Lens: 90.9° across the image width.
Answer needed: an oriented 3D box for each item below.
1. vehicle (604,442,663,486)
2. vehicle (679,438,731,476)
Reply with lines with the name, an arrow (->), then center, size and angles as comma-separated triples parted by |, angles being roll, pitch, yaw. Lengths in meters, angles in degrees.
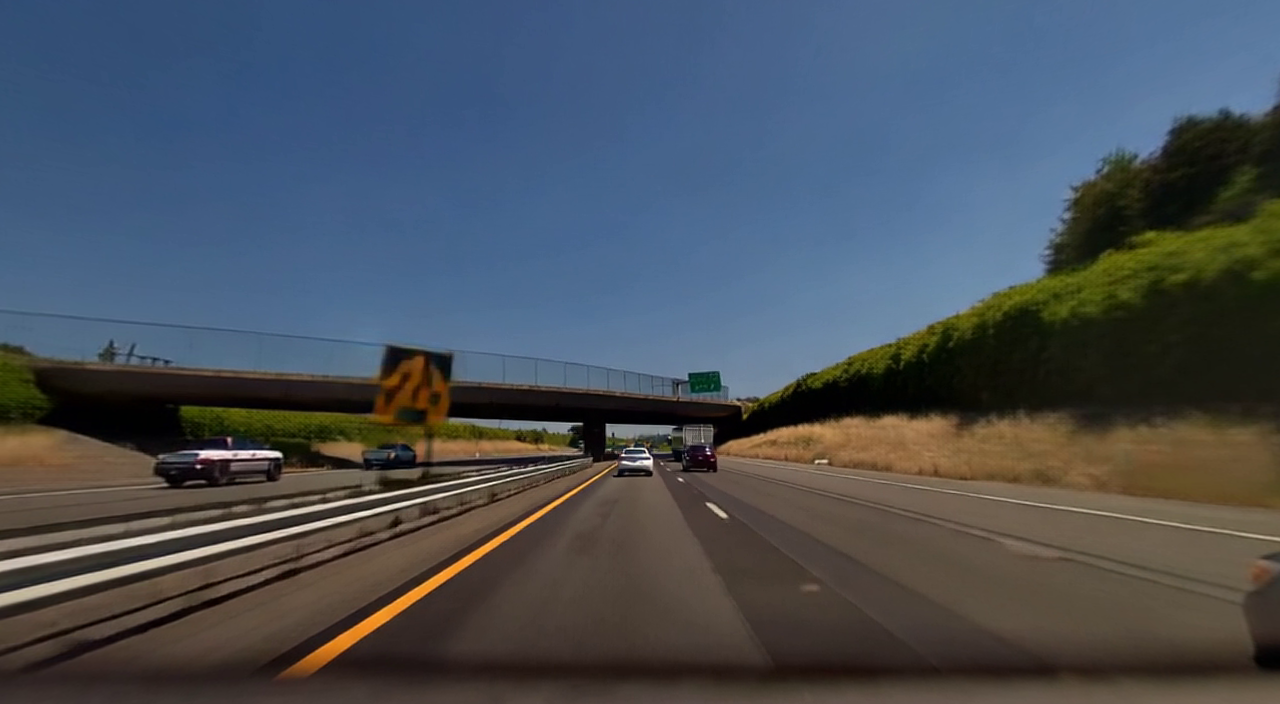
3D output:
vehicle -> -0.224, 4.028, 22.855 | 1.970, 1.441, 3.846 | 0, -9, 0
vehicle -> 3.081, 5.091, 30.803 | 2.048, 1.704, 4.284 | 0, -9, -1
